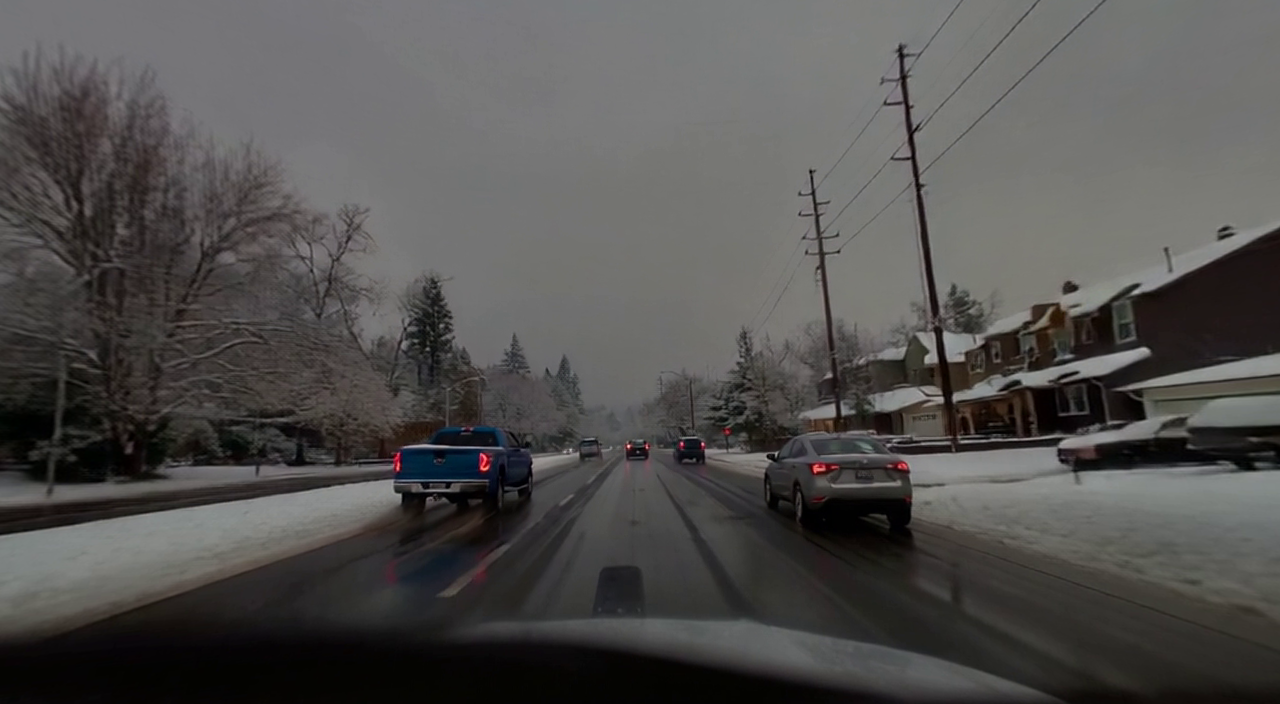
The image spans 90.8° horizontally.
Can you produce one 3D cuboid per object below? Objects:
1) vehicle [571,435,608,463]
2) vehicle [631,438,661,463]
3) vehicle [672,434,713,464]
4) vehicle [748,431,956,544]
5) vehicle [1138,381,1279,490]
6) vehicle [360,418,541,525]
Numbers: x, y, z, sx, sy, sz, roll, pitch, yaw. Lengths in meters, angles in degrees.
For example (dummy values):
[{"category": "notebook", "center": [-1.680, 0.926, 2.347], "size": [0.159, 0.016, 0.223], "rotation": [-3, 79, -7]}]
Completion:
[{"category": "vehicle", "center": [-3.464, 6.800, 44.307], "size": [2.218, 1.829, 4.492], "rotation": [0, -8, 0]}, {"category": "vehicle", "center": [0.368, 6.865, 44.287], "size": [1.997, 1.636, 3.760], "rotation": [0, -8, -2]}, {"category": "vehicle", "center": [3.373, 6.358, 41.443], "size": [2.099, 1.845, 4.363], "rotation": [0, -8, -2]}, {"category": "vehicle", "center": [3.146, 2.086, 10.438], "size": [1.884, 1.463, 4.195], "rotation": [0, -8, -1]}, {"category": "vehicle", "center": [14.729, 1.853, 14.331], "size": [4.801, 2.233, 2.222], "rotation": [-2, -9, 0]}, {"category": "vehicle", "center": [-3.542, 2.363, 13.104], "size": [2.111, 1.745, 5.274], "rotation": [0, -8, 0]}]
